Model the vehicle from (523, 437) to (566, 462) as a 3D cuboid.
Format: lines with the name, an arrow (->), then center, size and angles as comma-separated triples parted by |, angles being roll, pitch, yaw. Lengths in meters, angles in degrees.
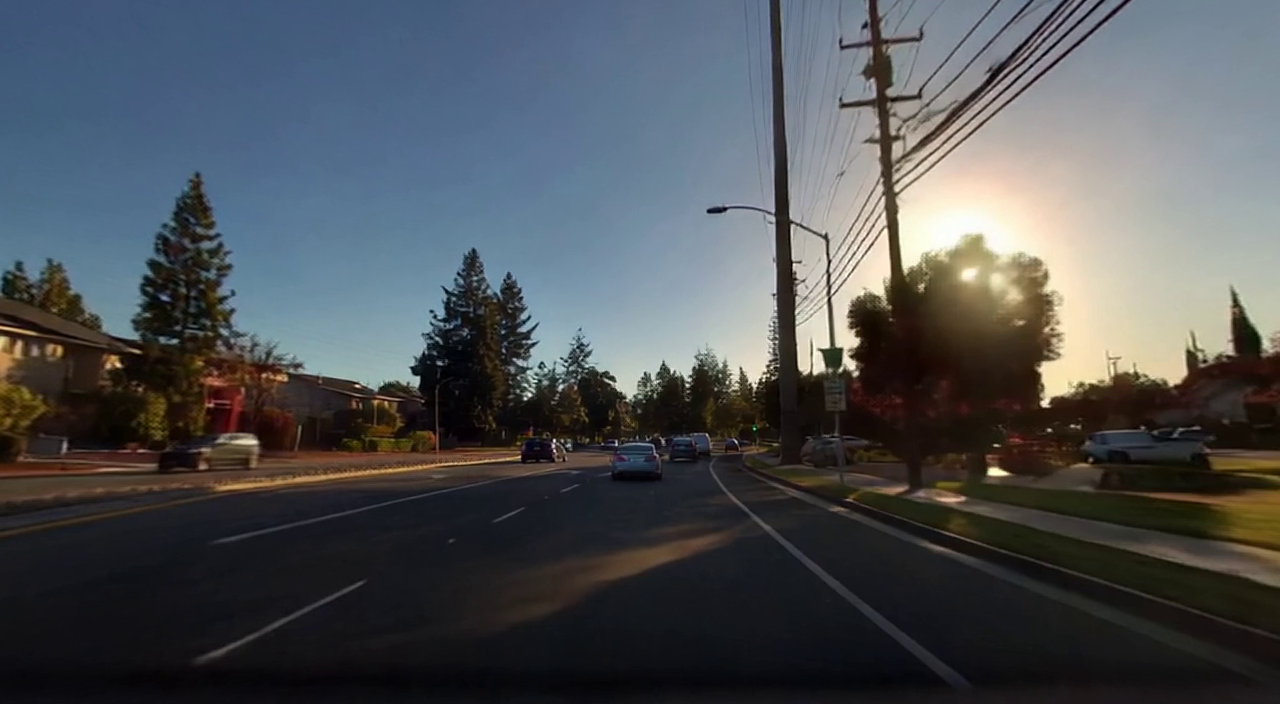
vehicle -> -5.984, 6.176, 39.909 | 1.983, 1.485, 4.159 | 0, -8, 2

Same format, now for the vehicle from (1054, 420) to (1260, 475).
vehicle -> 16.885, 3.149, 20.879 | 4.751, 1.661, 2.022 | -2, -9, 11

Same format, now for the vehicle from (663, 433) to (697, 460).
vehicle -> 3.049, 7.107, 47.488 | 2.158, 1.939, 4.935 | -1, -9, 8

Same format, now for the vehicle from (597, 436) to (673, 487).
vehicle -> -0.050, 3.526, 20.606 | 2.117, 1.474, 4.036 | -1, -9, 4

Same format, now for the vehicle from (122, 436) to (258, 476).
vehicle -> -18.256, 4.235, 25.914 | 1.893, 1.494, 4.752 | -1, -8, 3
